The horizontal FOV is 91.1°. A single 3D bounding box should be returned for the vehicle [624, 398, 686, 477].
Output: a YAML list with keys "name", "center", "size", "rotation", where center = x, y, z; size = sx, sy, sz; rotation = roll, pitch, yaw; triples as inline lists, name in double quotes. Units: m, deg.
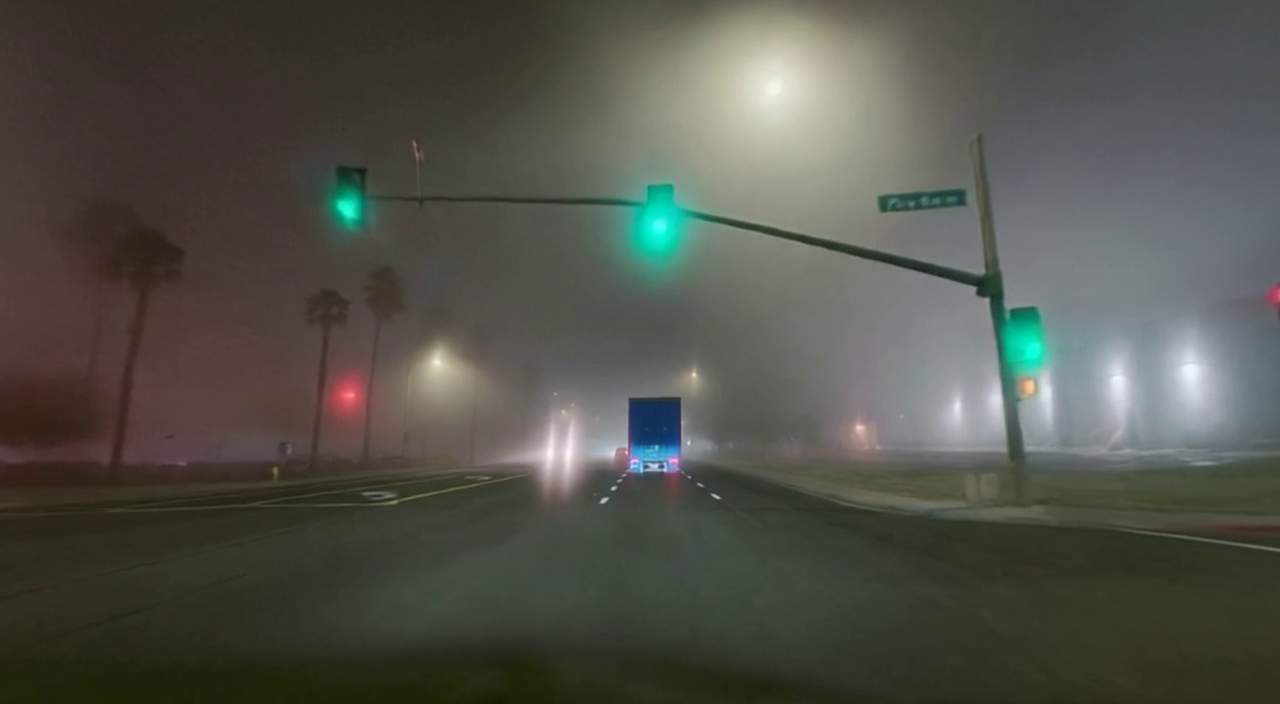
- name: "vehicle"
  center: [0.613, 5.214, 37.703]
  size: [2.992, 3.949, 11.815]
  rotation: [0, -9, -2]

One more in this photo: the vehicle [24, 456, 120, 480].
- name: "vehicle"
  center: [-36.358, 7.430, 40.249]
  size: [4.392, 1.472, 1.854]
  rotation: [0, -9, 2]
